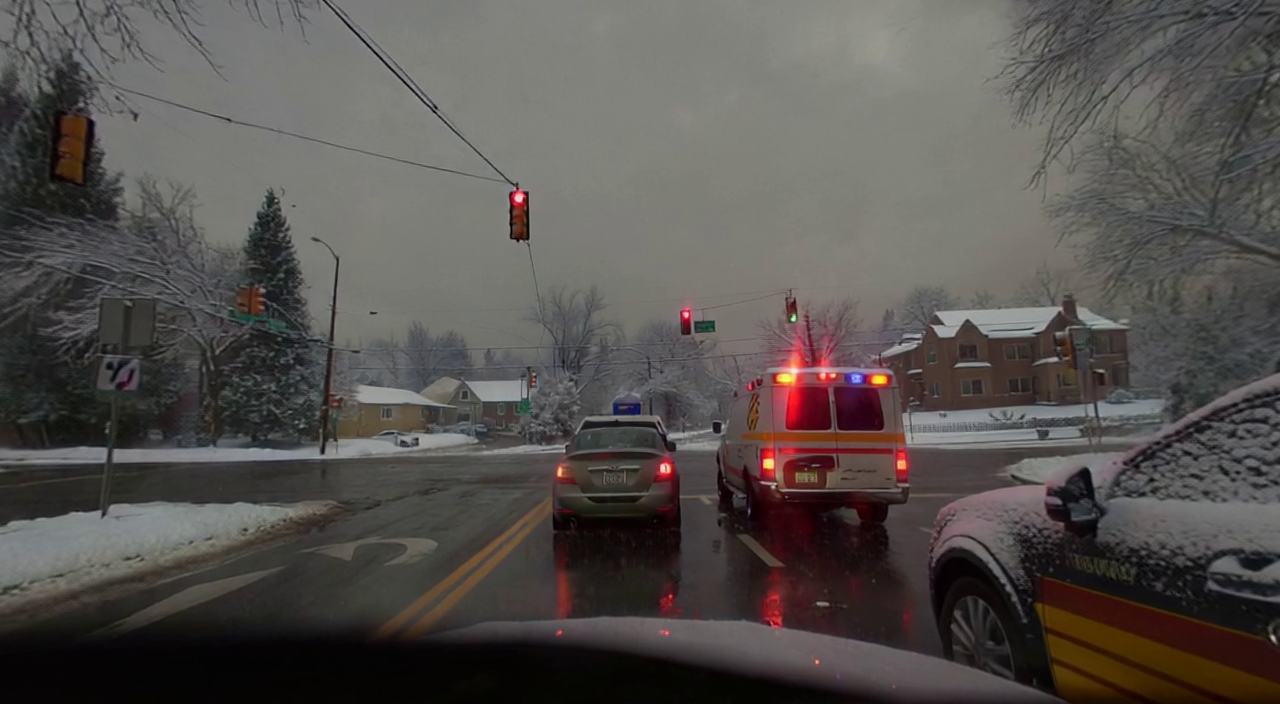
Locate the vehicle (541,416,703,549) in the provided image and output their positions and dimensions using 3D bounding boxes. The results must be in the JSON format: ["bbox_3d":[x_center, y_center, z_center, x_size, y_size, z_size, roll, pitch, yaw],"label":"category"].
[{"bbox_3d":[-0.265,1.982,10.186,2.114,1.707,3.725,0,-8,-1],"label":"vehicle"}]

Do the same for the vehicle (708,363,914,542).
[{"bbox_3d":[2.869,1.902,12.370,2.406,2.687,5.521,0,-8,0],"label":"vehicle"}]

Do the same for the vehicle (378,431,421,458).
[{"bbox_3d":[-17.732,6.876,46.860,2.246,1.880,4.454,1,-8,-12],"label":"vehicle"}]

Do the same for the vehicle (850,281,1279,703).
[{"bbox_3d":[2.853,0.892,2.884,2.194,1.820,4.652,0,-8,0],"label":"vehicle"}]
